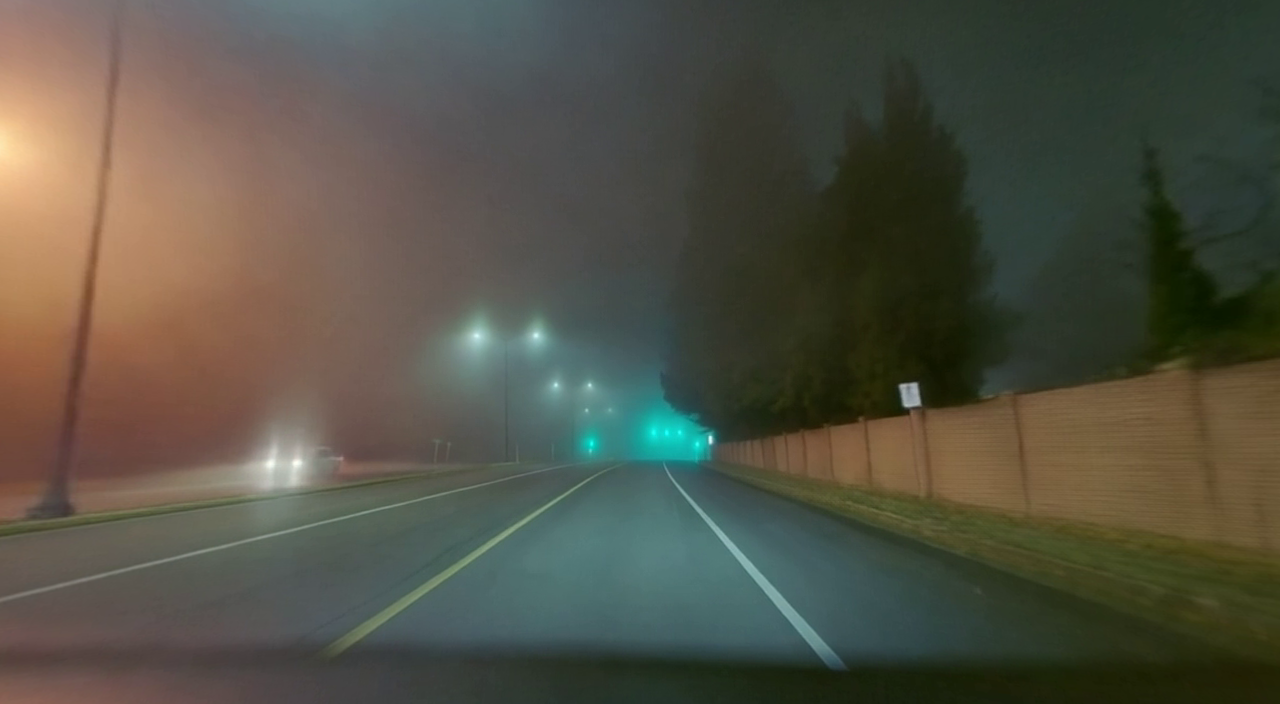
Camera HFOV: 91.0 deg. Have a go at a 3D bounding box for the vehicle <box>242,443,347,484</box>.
[{"bbox_3d":[-14.775,4.767,27.259,1.995,1.630,4.533,0,-8,-1],"label":"vehicle"}]
